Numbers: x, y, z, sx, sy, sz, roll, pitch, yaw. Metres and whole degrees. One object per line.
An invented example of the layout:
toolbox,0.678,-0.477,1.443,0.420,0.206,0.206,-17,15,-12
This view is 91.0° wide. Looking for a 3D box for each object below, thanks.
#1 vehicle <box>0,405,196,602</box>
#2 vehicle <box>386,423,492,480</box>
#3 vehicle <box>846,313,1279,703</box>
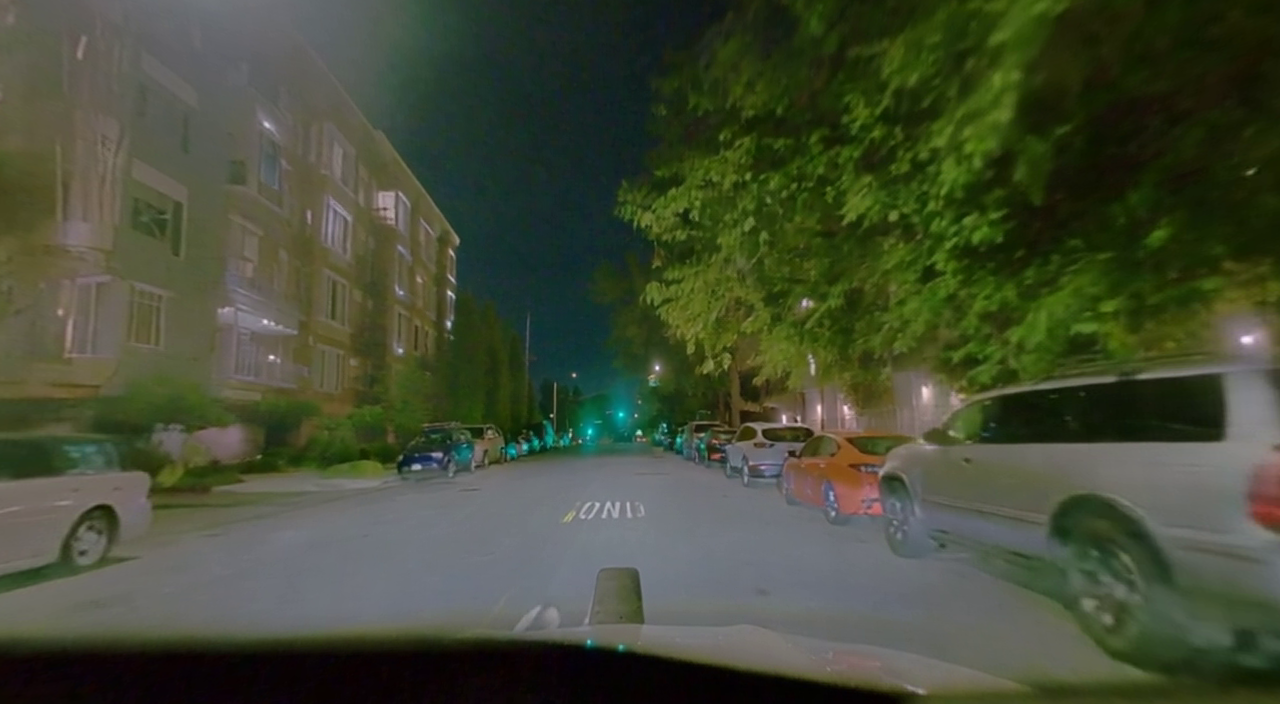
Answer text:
vehicle,-7.070,1.471,5.913,2.235,1.802,5.138,-2,-9,-3
vehicle,-7.501,3.832,24.184,2.384,1.781,5.492,-3,-9,-1
vehicle,4.165,1.187,5.749,2.365,1.970,6.011,0,-8,-2
